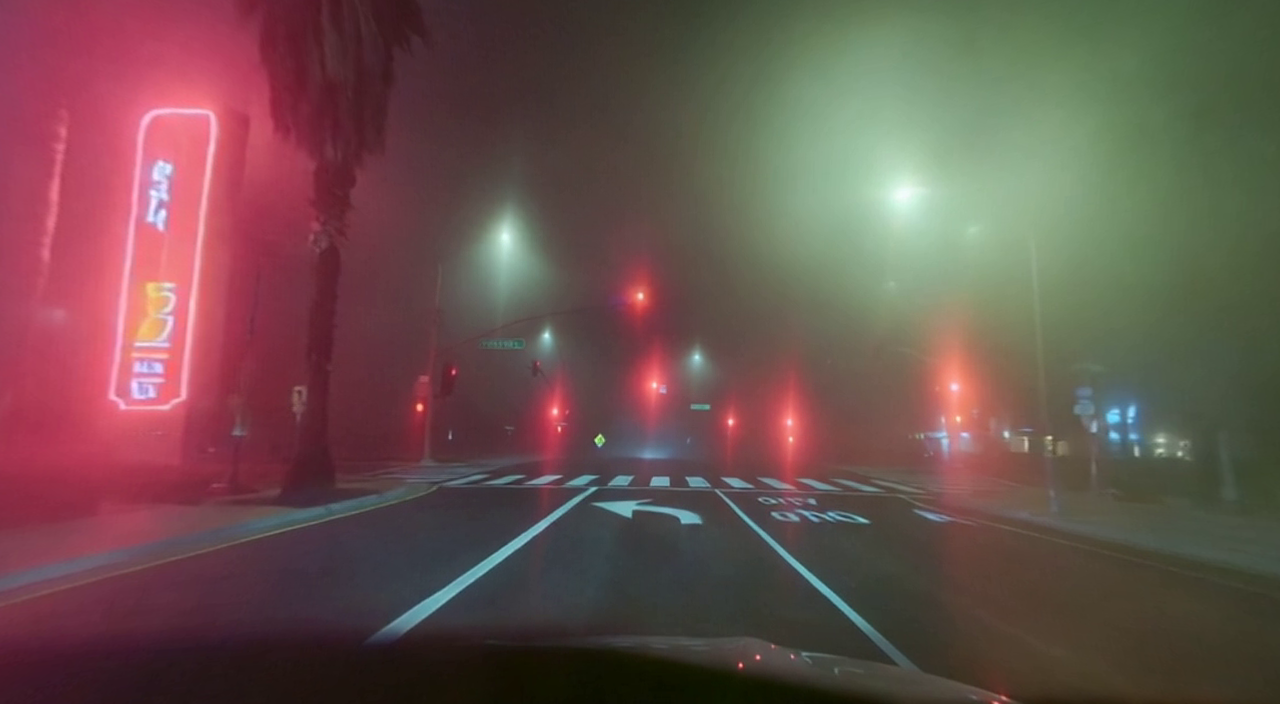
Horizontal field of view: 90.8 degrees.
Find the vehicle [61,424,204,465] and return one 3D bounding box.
[{"bbox_3d":[-21.852,4.011,27.337,4.350,1.624,2.023,0,-8,-1],"label":"vehicle"}]
